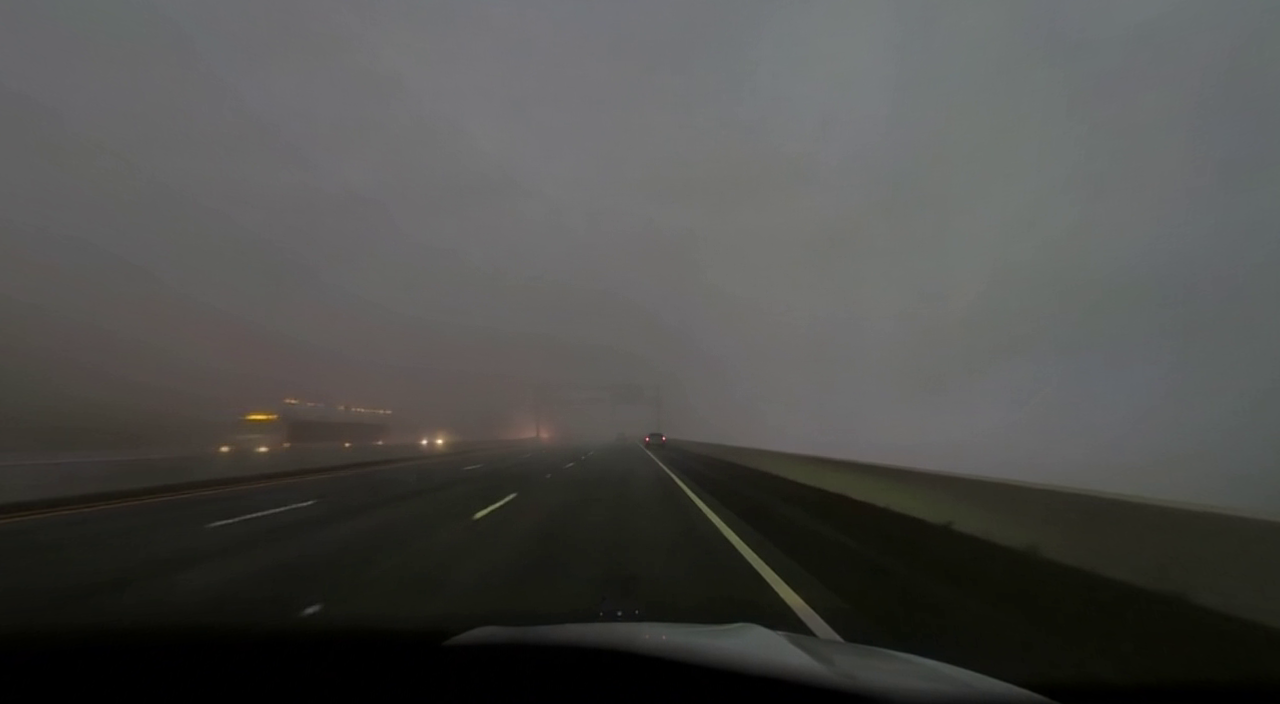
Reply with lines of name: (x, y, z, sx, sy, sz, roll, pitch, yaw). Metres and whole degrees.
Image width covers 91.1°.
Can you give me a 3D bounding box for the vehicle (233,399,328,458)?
vehicle: (-24.523, 5.286, 43.324, 2.795, 3.751, 6.450, 1, -7, -2)
